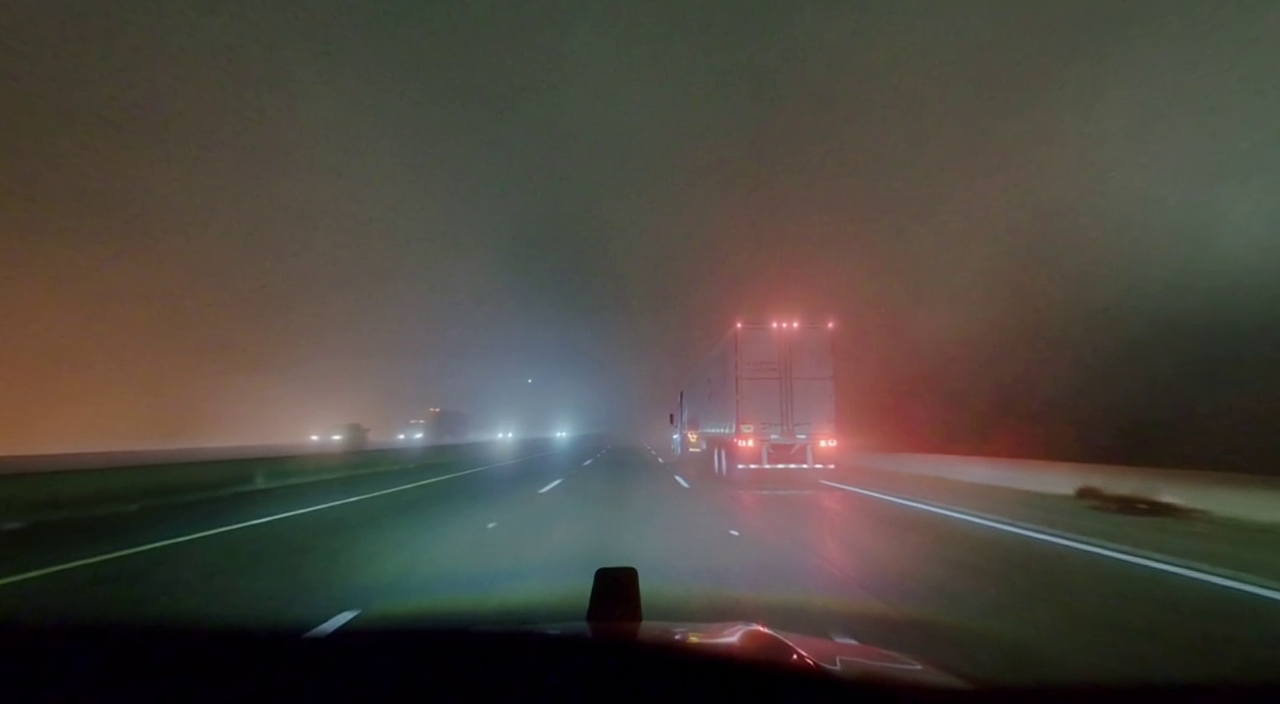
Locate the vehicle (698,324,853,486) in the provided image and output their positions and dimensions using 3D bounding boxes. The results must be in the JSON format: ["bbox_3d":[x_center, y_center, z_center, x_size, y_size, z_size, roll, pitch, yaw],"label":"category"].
[{"bbox_3d":[3.716,1.853,19.802,2.859,3.981,8.596,0,-8,0],"label":"vehicle"}]
